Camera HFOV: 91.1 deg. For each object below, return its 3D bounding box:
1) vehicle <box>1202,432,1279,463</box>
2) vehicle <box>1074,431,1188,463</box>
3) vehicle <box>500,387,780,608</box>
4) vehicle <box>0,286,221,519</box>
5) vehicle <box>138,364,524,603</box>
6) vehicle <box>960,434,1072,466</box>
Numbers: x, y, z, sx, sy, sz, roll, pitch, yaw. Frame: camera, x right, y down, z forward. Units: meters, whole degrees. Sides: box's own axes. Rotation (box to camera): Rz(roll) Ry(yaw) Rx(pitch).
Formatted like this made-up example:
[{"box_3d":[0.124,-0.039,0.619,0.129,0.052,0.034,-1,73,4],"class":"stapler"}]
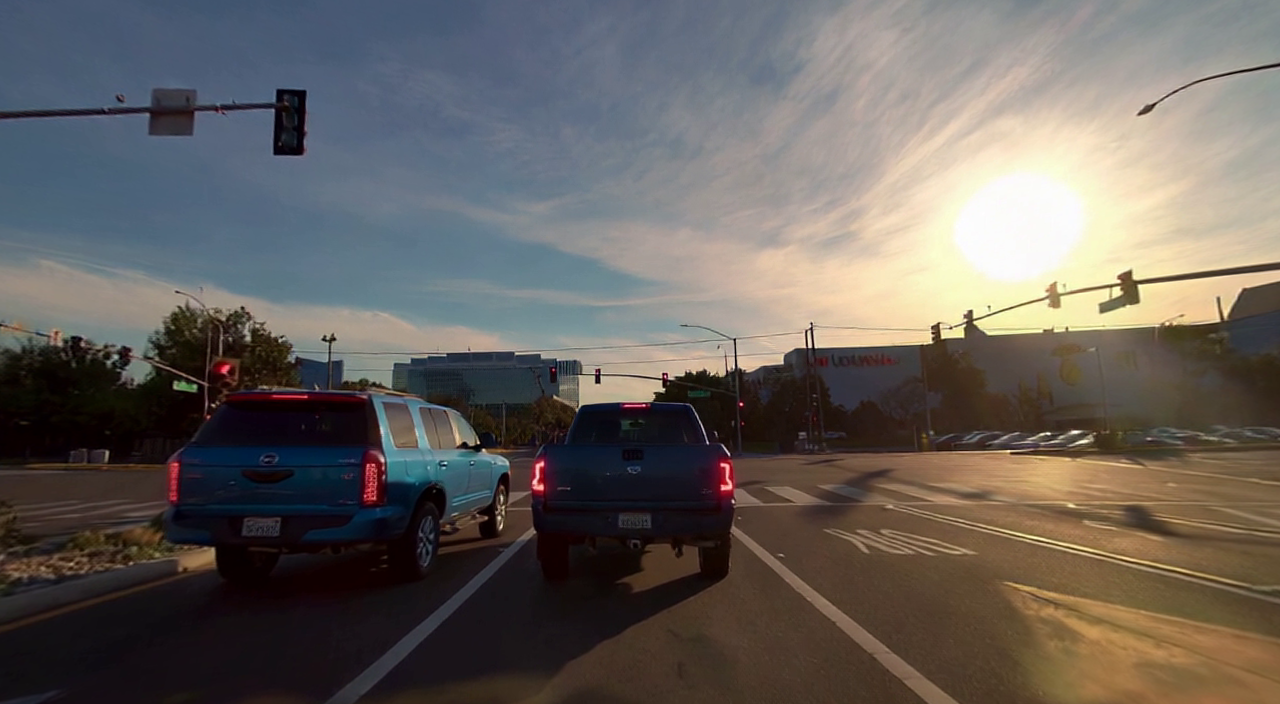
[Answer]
[{"box_3d":[35.883,5.519,36.307,4.714,1.754,2.041,0,-8,-1],"class":"vehicle"},{"box_3d":[27.952,5.407,35.846,4.849,1.759,2.041,0,-8,-3],"class":"vehicle"},{"box_3d":[-0.047,1.494,7.396,2.204,1.738,4.690,0,-8,-1],"class":"vehicle"},{"box_3d":[-12.464,0.918,11.101,3.048,3.927,10.755,0,-8,-3],"class":"vehicle"},{"box_3d":[-2.952,1.413,7.597,2.220,1.926,4.870,0,-8,-1],"class":"vehicle"},{"box_3d":[19.327,5.051,32.393,4.624,1.601,1.871,0,-8,-3],"class":"vehicle"}]
